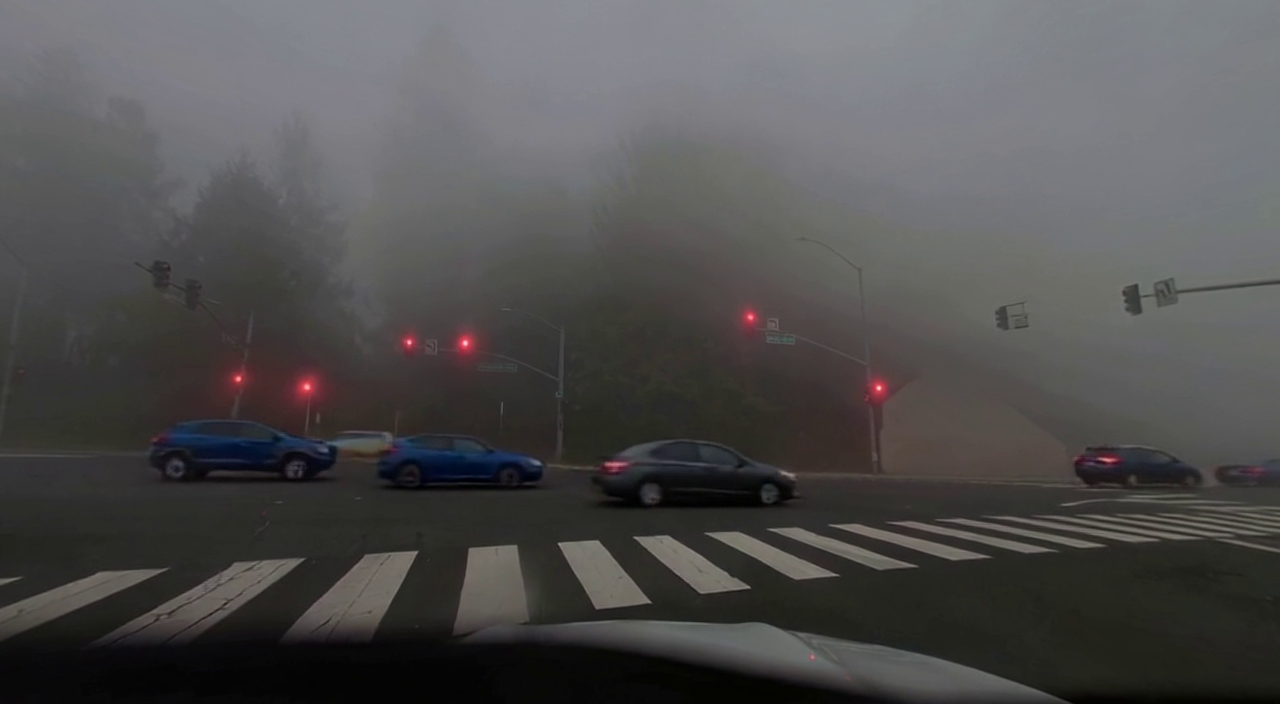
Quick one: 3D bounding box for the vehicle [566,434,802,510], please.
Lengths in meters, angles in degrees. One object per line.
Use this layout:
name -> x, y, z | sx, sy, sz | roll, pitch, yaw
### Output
vehicle -> 0.954, 2.624, 14.238 | 4.952, 1.511, 1.855 | 2, -9, -17

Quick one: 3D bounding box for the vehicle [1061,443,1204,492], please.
vehicle -> 18.794, 4.348, 24.091 | 4.626, 1.710, 1.891 | 3, -9, -18

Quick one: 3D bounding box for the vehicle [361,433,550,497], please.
vehicle -> -4.763, 2.912, 16.571 | 4.475, 1.496, 1.861 | 3, -9, -18

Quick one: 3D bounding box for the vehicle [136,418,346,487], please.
vehicle -> -11.306, 2.884, 18.352 | 4.708, 1.810, 1.986 | 3, -9, -18

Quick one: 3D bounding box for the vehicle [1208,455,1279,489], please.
vehicle -> 31.228, 5.915, 31.361 | 5.203, 1.488, 1.907 | 3, -9, -18
